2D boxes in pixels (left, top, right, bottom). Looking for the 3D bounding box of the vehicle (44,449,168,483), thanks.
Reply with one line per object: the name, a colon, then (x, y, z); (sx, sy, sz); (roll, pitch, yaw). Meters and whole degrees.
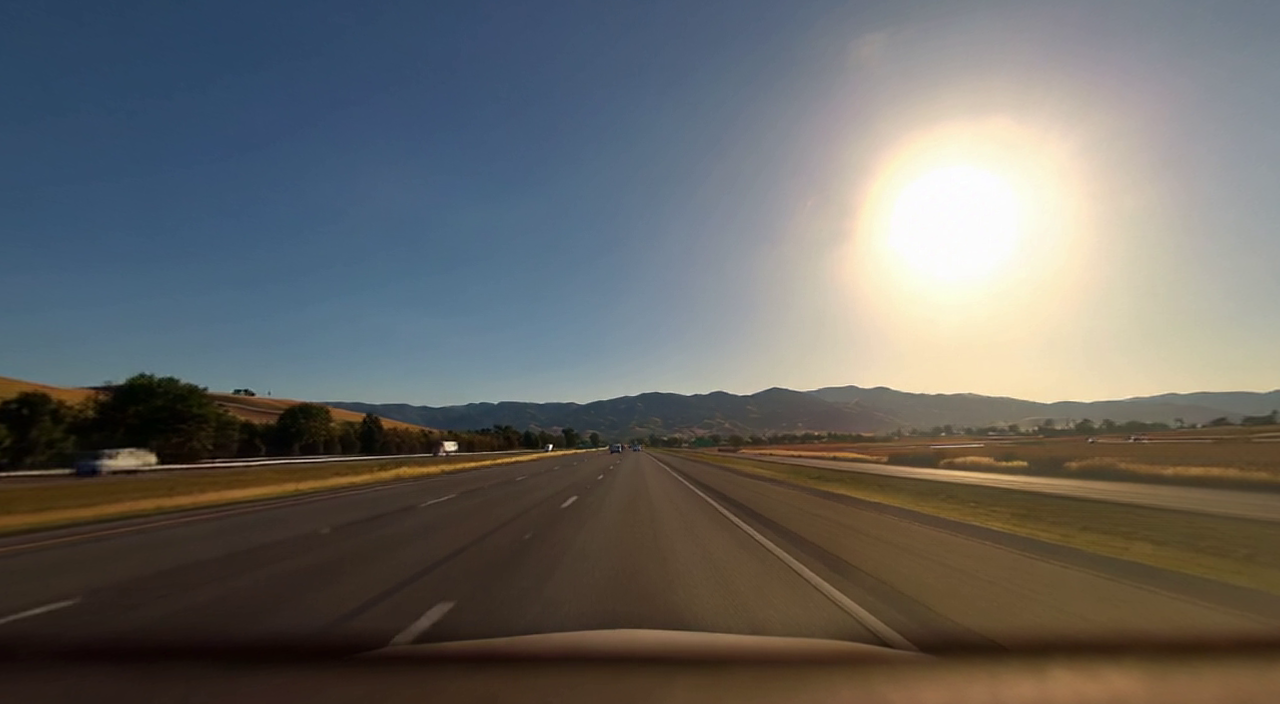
vehicle: (-31.894, 6.801, 38.072); (2.262, 1.841, 5.964); (0, -9, 0)
